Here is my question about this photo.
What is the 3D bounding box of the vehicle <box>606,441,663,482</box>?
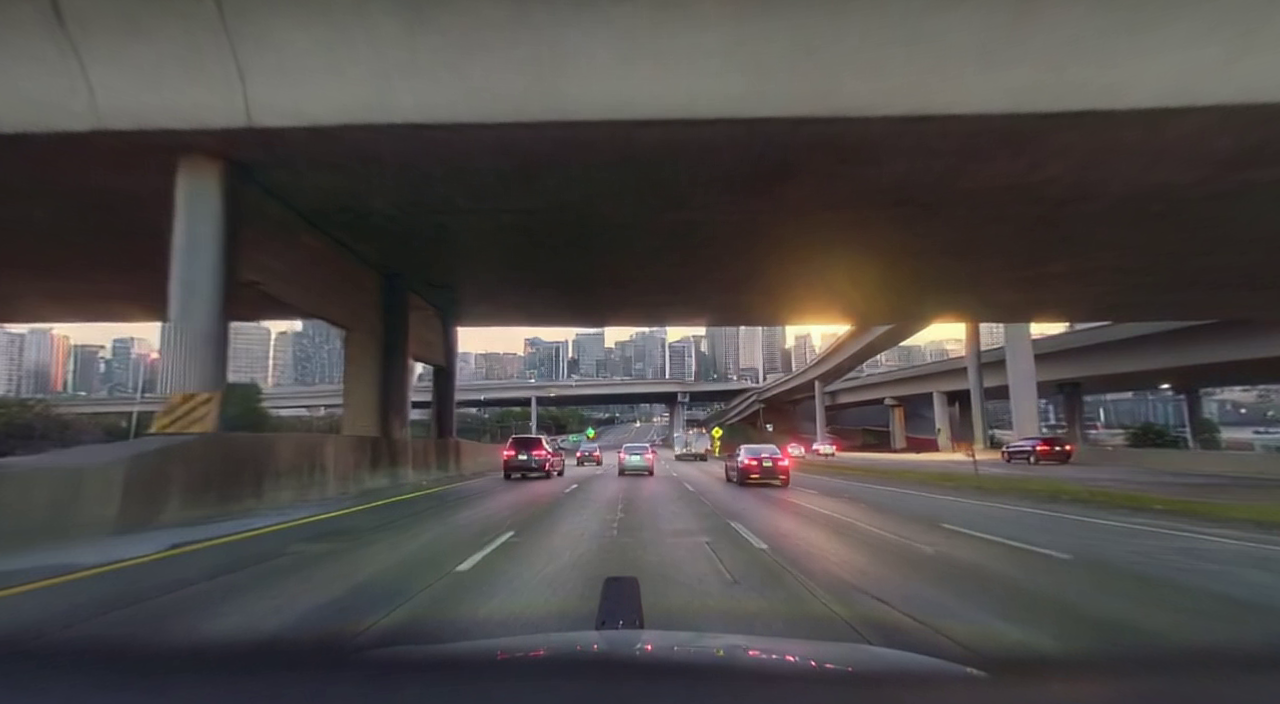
[{"bbox_3d":[-0.183,4.340,25.190,2.089,1.493,3.964,0,-9,0],"label":"vehicle"}]

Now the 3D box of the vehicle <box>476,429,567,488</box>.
[{"bbox_3d":[-3.995,3.694,22.094,2.142,1.819,4.648,0,-9,2],"label":"vehicle"}]

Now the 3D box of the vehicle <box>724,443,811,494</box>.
[{"bbox_3d":[4.068,3.763,20.789,1.974,1.490,3.994,0,-9,-1],"label":"vehicle"}]

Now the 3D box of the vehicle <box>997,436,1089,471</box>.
[{"bbox_3d":[25.433,6.431,40.095,2.376,1.988,6.109,-1,-9,6],"label":"vehicle"}]

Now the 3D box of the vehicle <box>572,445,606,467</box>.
[{"bbox_3d":[-3.473,7.202,43.713,1.868,1.431,4.055,0,-9,2],"label":"vehicle"}]
